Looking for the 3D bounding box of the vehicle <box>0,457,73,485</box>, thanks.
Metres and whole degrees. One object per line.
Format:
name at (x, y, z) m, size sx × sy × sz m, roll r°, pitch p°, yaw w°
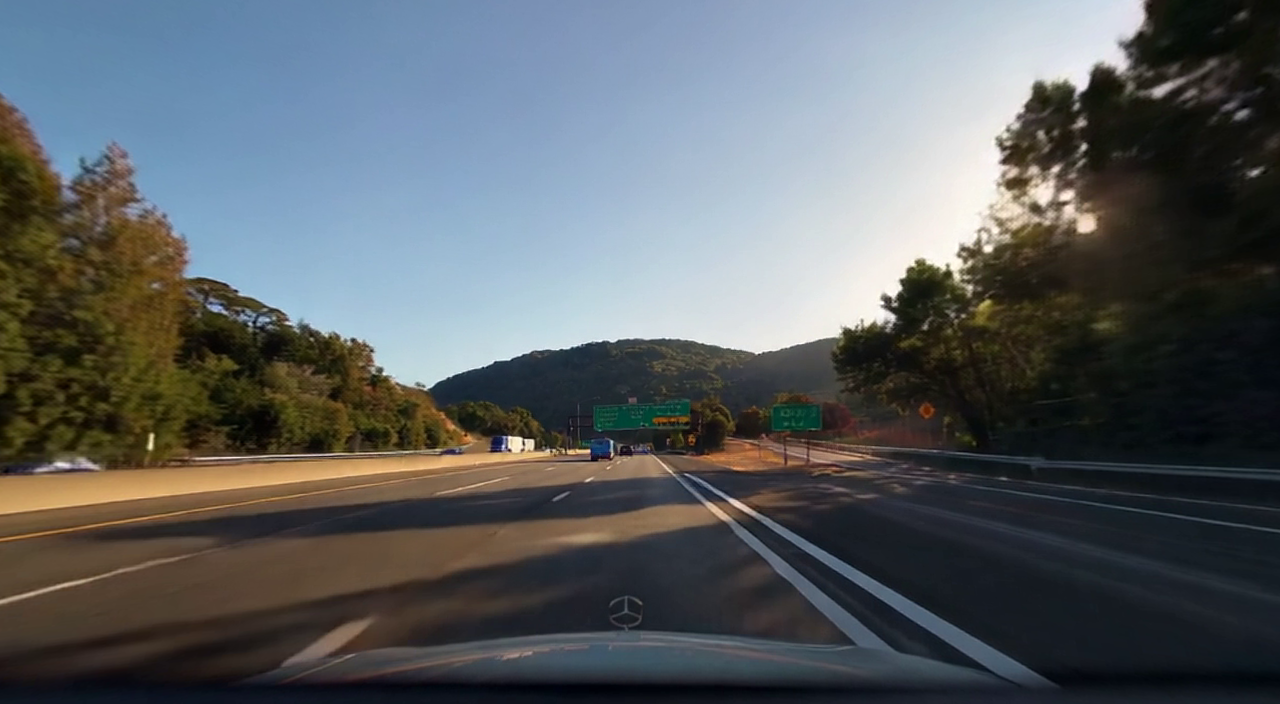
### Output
vehicle at (-37.663, 7.196, 38.324) m, size 1.868 × 1.486 × 4.731 m, roll 0°, pitch -8°, yaw -3°
